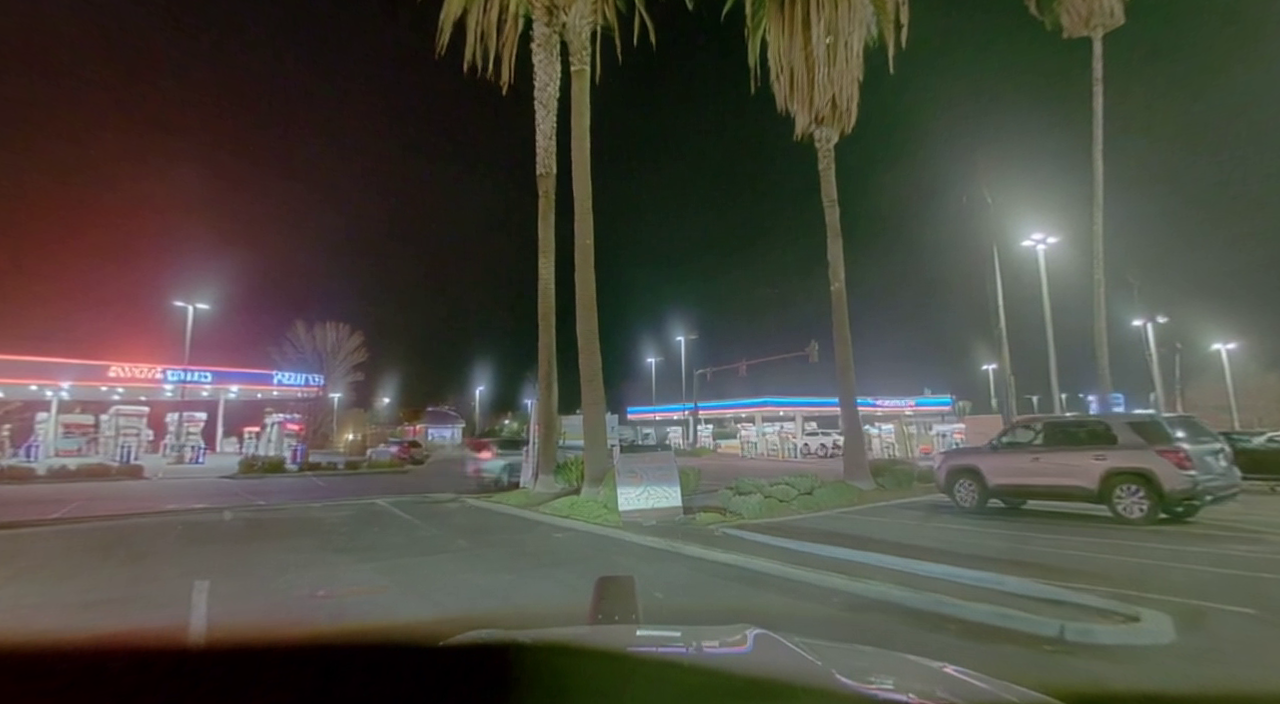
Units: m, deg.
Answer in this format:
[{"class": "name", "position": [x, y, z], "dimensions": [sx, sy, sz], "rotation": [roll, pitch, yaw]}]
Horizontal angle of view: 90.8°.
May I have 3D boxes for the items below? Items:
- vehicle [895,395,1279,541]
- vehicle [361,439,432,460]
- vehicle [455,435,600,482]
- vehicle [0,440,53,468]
[{"class": "vehicle", "position": [7.092, 1.845, 10.615], "dimensions": [2.028, 1.850, 4.731], "rotation": [6, -10, -37]}, {"class": "vehicle", "position": [-18.703, 7.456, 48.635], "dimensions": [4.764, 1.523, 1.849], "rotation": [6, -10, -36]}, {"class": "vehicle", "position": [-3.961, 3.769, 22.719], "dimensions": [4.758, 1.497, 1.856], "rotation": [5, -10, -36]}, {"class": "vehicle", "position": [-35.050, 5.762, 35.909], "dimensions": [1.901, 1.463, 3.948], "rotation": [5, -10, -35]}]
